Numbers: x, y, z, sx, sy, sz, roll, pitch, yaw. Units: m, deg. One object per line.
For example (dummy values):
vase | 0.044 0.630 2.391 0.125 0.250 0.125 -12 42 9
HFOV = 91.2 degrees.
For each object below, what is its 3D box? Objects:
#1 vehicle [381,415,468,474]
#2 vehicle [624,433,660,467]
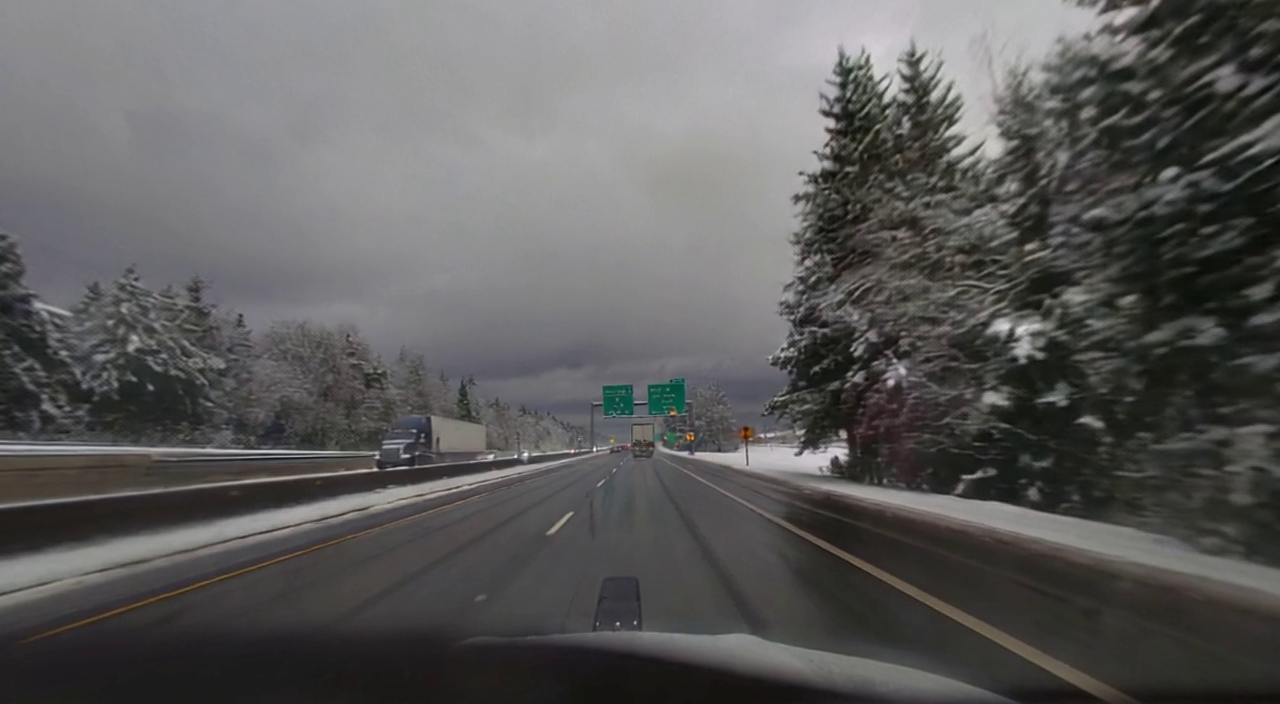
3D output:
vehicle | -16.186 7.090 48.103 3.002 4.004 10.140 -1 -9 0
vehicle | 0.155 6.523 41.686 2.268 2.122 4.595 -1 -9 1
